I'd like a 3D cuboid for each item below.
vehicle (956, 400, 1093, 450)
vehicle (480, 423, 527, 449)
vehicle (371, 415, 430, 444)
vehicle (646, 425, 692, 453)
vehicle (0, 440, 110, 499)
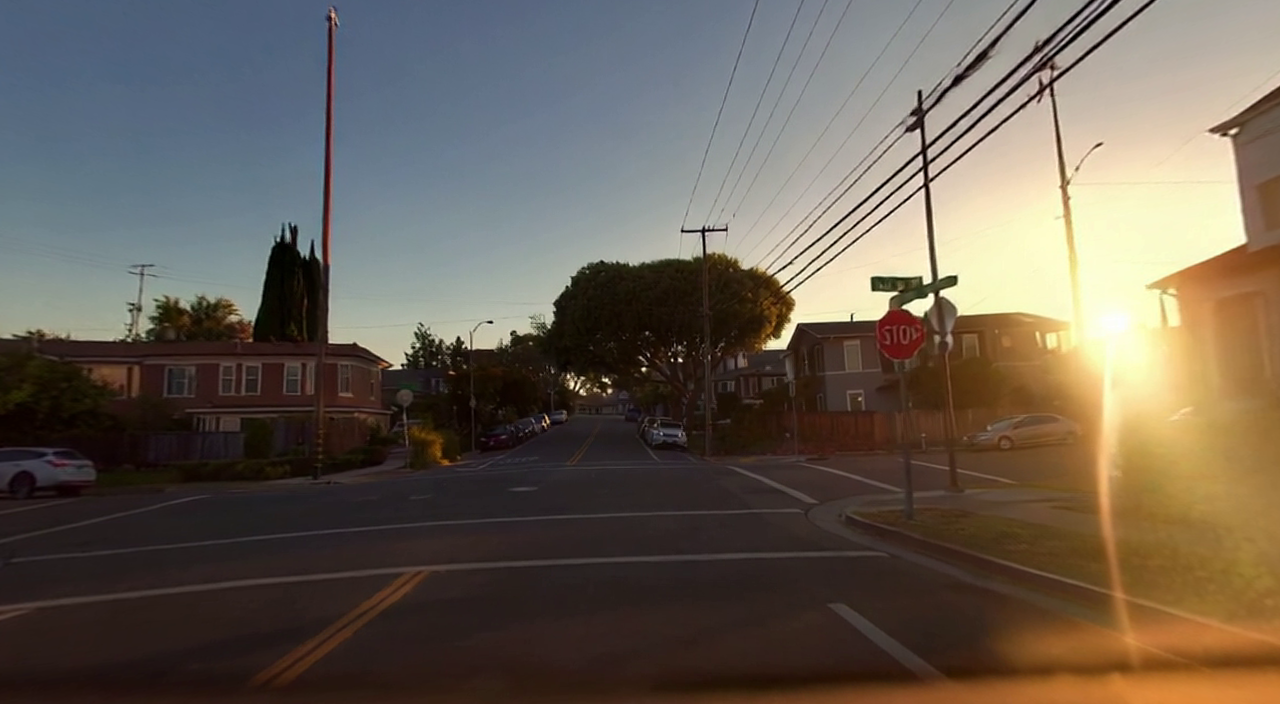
[{"bbox_3d":[17.075,3.309,28.154,4.985,2.088,2.141,2,-9,-13],"label":"vehicle"},{"bbox_3d":[-8.529,5.332,39.815,2.065,1.553,4.636,0,-8,-2],"label":"vehicle"},{"bbox_3d":[-14.547,4.802,38.698,1.992,1.678,4.658,0,-8,-3],"label":"vehicle"},{"bbox_3d":[1.557,4.939,35.678,2.120,1.487,4.360,0,-8,-4],"label":"vehicle"},{"bbox_3d":[-19.807,3.679,19.920,4.181,1.742,1.945,1,-9,-11],"label":"vehicle"}]
